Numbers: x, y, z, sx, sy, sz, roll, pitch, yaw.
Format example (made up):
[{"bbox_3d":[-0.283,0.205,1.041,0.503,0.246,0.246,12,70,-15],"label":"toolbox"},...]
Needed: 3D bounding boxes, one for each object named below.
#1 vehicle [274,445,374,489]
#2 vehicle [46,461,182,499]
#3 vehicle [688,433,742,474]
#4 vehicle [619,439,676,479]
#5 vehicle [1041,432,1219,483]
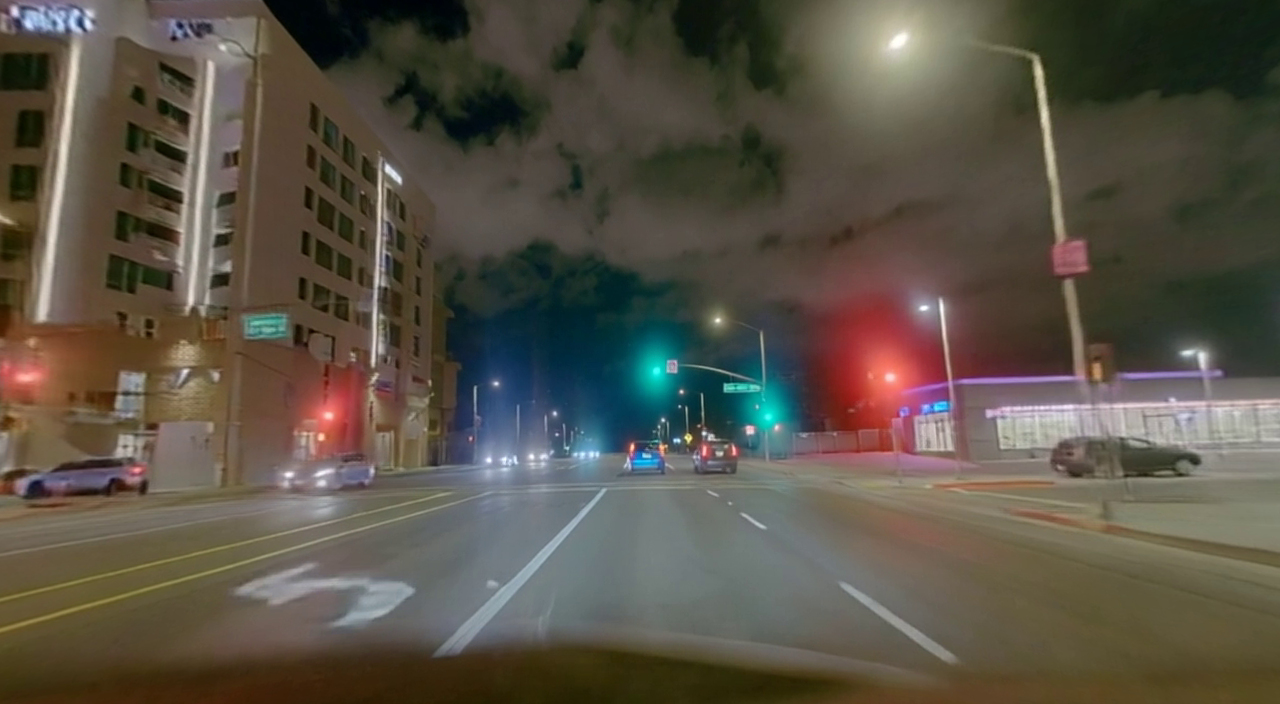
[{"bbox_3d":[-13.869,5.059,28.031,2.082,1.772,4.447,0,-9,1],"label":"vehicle"},{"bbox_3d":[-23.907,5.798,28.778,4.404,1.618,1.968,0,-9,1],"label":"vehicle"},{"bbox_3d":[3.814,5.294,32.996,2.159,1.938,4.836,0,-9,-1],"label":"vehicle"},{"bbox_3d":[0.264,4.550,27.011,2.245,1.587,4.094,0,-9,-1],"label":"vehicle"},{"bbox_3d":[17.152,3.716,22.241,4.556,1.693,2.030,0,-9,-1],"label":"vehicle"}]
